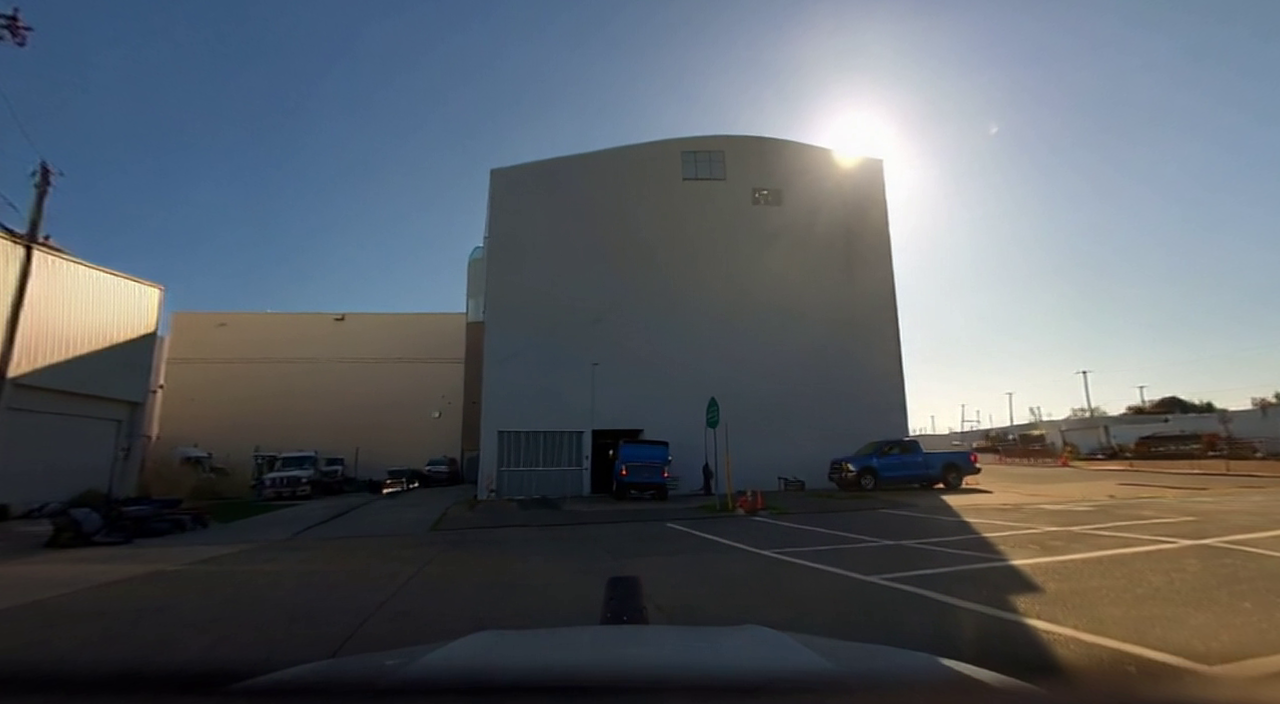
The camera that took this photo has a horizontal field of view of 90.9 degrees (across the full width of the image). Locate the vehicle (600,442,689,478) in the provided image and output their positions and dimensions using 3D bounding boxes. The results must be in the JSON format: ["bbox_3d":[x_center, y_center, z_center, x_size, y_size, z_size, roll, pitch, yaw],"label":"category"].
[{"bbox_3d":[0.258,6.716,39.260,5.207,2.103,1.997,1,-9,-11],"label":"vehicle"}]

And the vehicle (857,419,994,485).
[{"bbox_3d":[14.113,4.957,31.120,6.271,3.004,2.298,4,-12,-24],"label":"vehicle"}]
